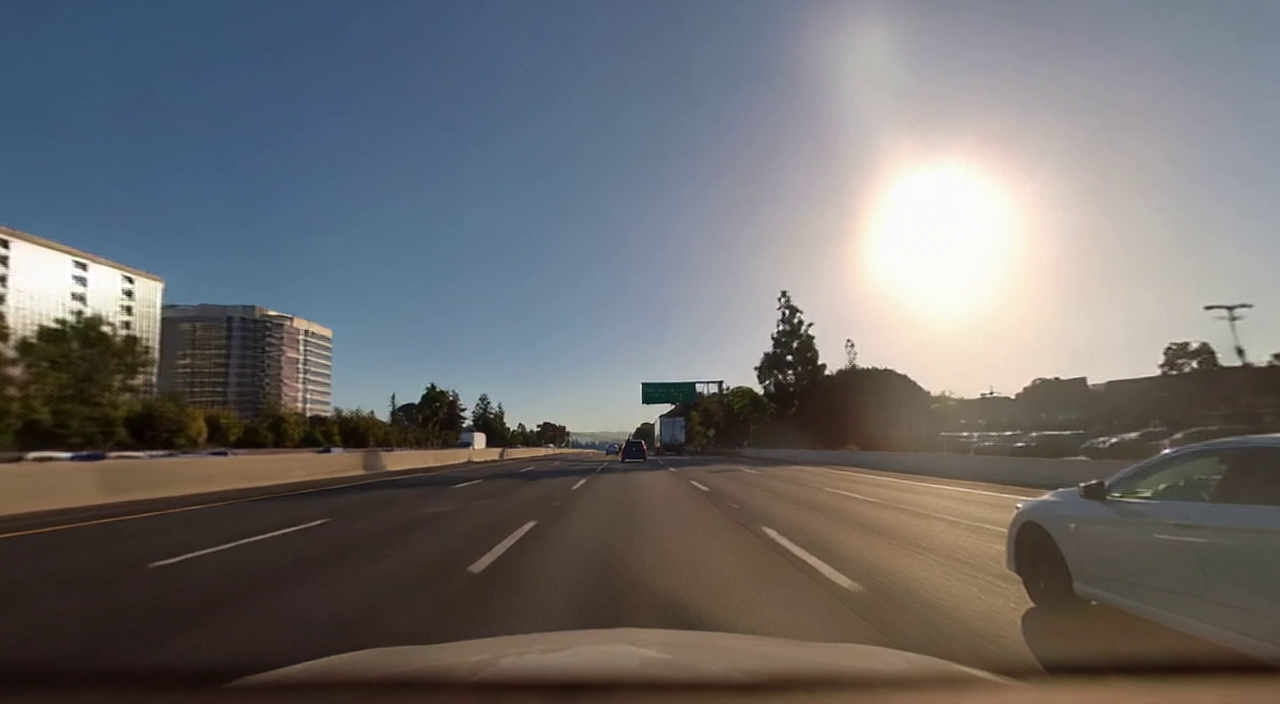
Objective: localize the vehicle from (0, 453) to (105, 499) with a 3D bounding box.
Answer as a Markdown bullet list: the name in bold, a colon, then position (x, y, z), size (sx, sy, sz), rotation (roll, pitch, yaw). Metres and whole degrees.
- **vehicle**: position (-21.974, 4.376, 22.575), size (1.890, 1.454, 4.389), rotation (0, -8, -1)

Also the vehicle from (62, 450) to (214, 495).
- **vehicle**: position (-18.133, 4.333, 23.169), size (1.841, 1.447, 4.531), rotation (0, -8, 0)

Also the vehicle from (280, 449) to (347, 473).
- **vehicle**: position (-22.396, 7.473, 43.567), size (2.087, 1.499, 4.726), rotation (0, -8, 1)

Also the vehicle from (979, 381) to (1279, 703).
- **vehicle**: position (3.810, 0.956, 2.971), size (1.950, 1.596, 4.326), rotation (0, -8, -1)

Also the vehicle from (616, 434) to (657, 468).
- **vehicle**: position (-0.263, 5.932, 38.180), size (2.297, 1.912, 4.355), rotation (0, -8, -1)
